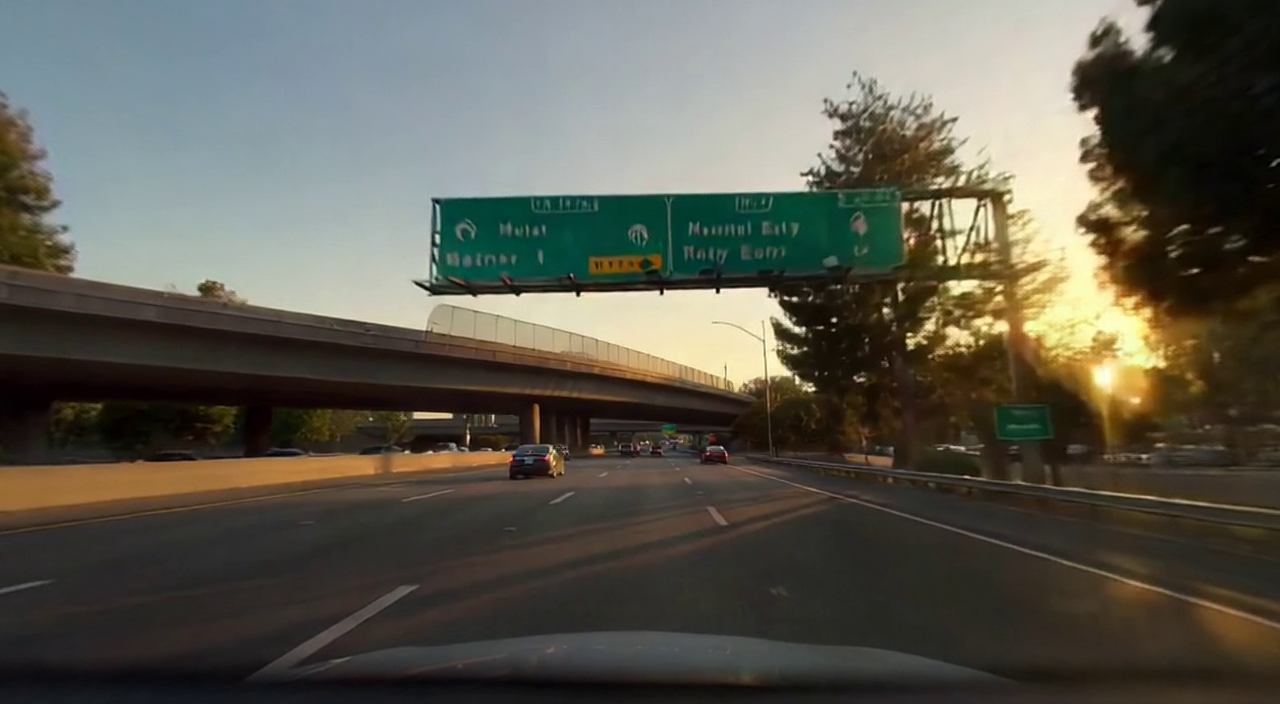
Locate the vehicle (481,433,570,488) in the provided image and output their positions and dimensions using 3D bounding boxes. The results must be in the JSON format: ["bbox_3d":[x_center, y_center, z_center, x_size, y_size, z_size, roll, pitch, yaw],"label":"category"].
[{"bbox_3d":[-3.891,3.774,22.315,2.196,1.733,4.355,0,-8,2],"label":"vehicle"}]

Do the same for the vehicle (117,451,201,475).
[{"bbox_3d":[-31.818,7.320,41.890,1.859,1.434,4.557,0,-8,2],"label":"vehicle"}]

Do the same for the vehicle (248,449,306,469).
[{"bbox_3d":[-27.677,8.155,48.222,1.802,1.423,4.257,0,-8,2],"label":"vehicle"}]

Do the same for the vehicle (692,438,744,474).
[{"bbox_3d":[4.016,5.440,33.223,2.229,1.704,4.392,0,-8,1],"label":"vehicle"}]

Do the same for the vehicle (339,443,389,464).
[{"bbox_3d":[-20.225,7.444,46.394,1.721,1.473,3.980,0,-8,2],"label":"vehicle"}]
